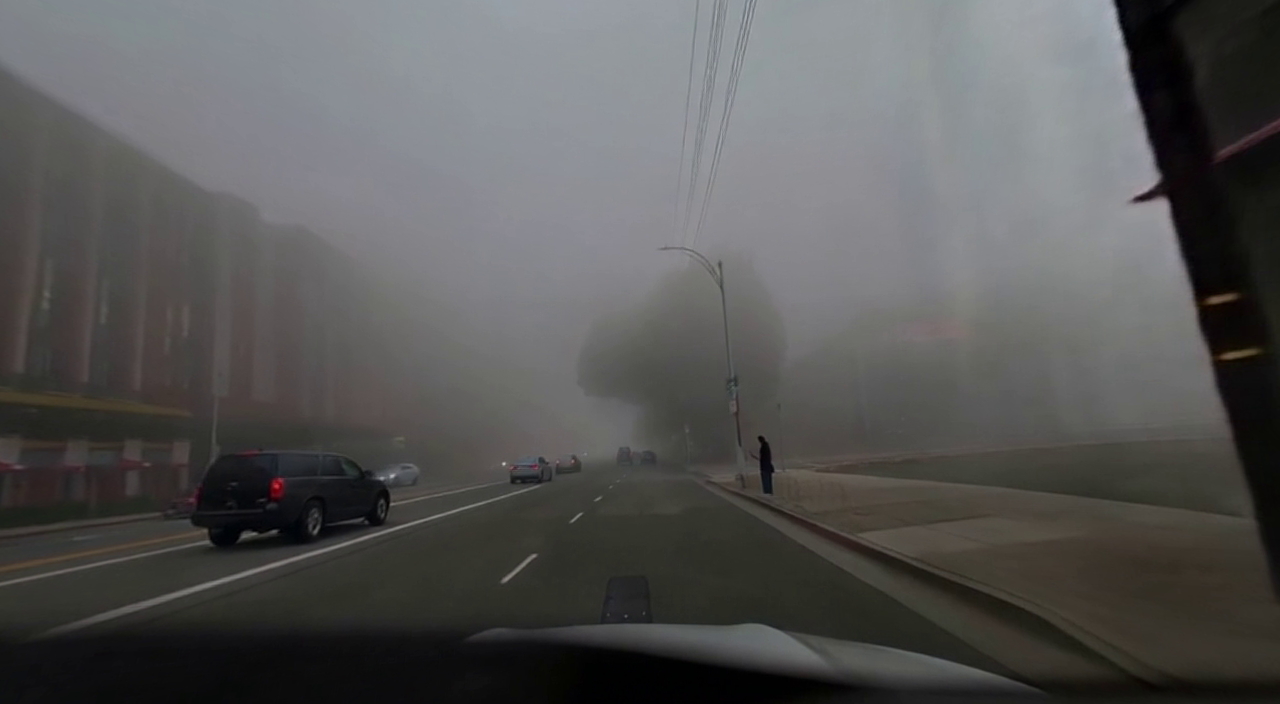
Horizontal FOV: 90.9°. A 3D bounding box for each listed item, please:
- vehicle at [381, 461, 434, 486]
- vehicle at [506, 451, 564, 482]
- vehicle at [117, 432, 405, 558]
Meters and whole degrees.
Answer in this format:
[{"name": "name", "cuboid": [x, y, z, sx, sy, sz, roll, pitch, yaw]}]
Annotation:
[{"name": "vehicle", "cuboid": [-16.598, 8.662, 45.201, 1.887, 1.533, 4.222, 1, -9, 4]}, {"name": "vehicle", "cuboid": [-5.306, 5.890, 32.586, 2.030, 1.488, 4.650, 0, -9, 2]}, {"name": "vehicle", "cuboid": [-6.115, 2.355, 11.098, 2.007, 1.698, 4.759, 0, -9, 1]}]
